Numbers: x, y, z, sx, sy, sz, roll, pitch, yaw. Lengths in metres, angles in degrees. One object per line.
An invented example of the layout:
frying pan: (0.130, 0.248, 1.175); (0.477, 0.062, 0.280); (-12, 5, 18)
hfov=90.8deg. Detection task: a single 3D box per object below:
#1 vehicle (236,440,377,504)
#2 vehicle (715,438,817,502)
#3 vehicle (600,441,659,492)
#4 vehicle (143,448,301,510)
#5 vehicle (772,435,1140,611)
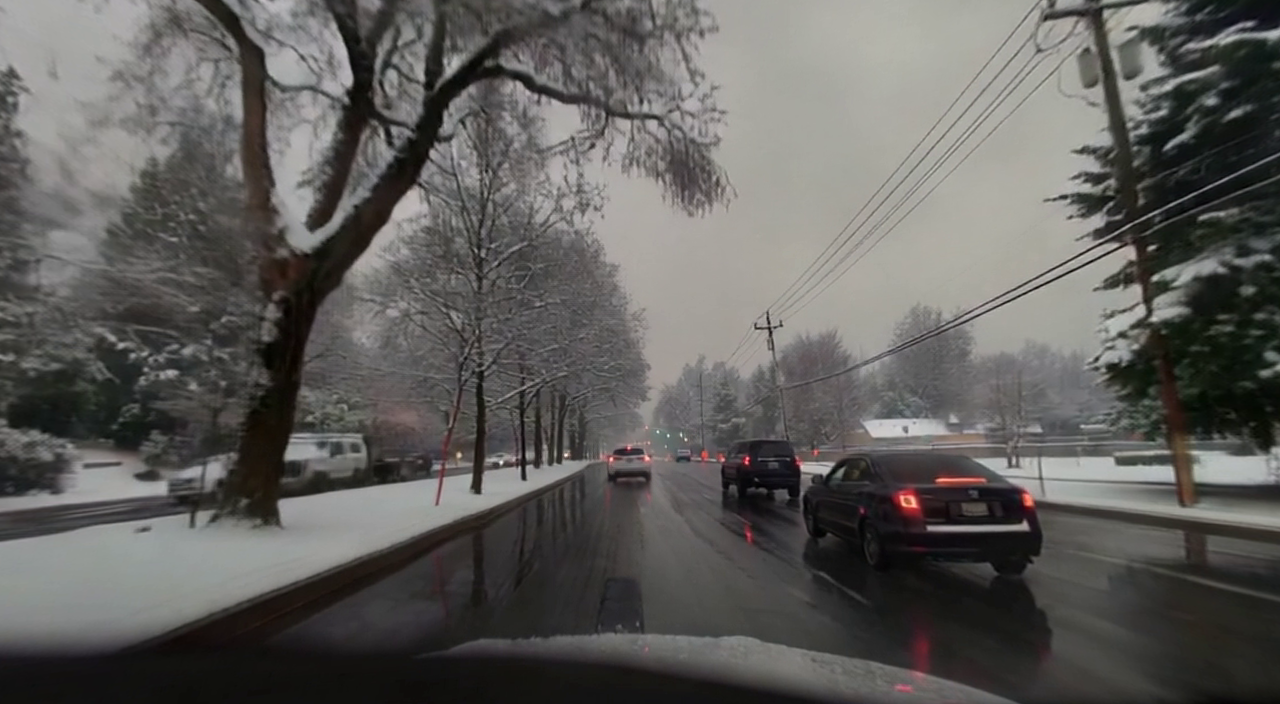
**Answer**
vehicle: (-12.480, 4.478, 24.276); (2.223, 2.091, 6.044); (0, -8, -1)
vehicle: (3.780, 3.609, 19.841); (2.116, 1.726, 4.672); (0, -8, -1)
vehicle: (-0.375, 4.253, 23.888); (2.050, 1.745, 3.915); (-1, -8, 0)
vehicle: (-16.082, 4.849, 24.851); (2.258, 2.072, 5.695); (-1, -8, 0)
vehicle: (3.215, 1.803, 7.762); (1.977, 1.460, 4.565); (0, -8, -3)
